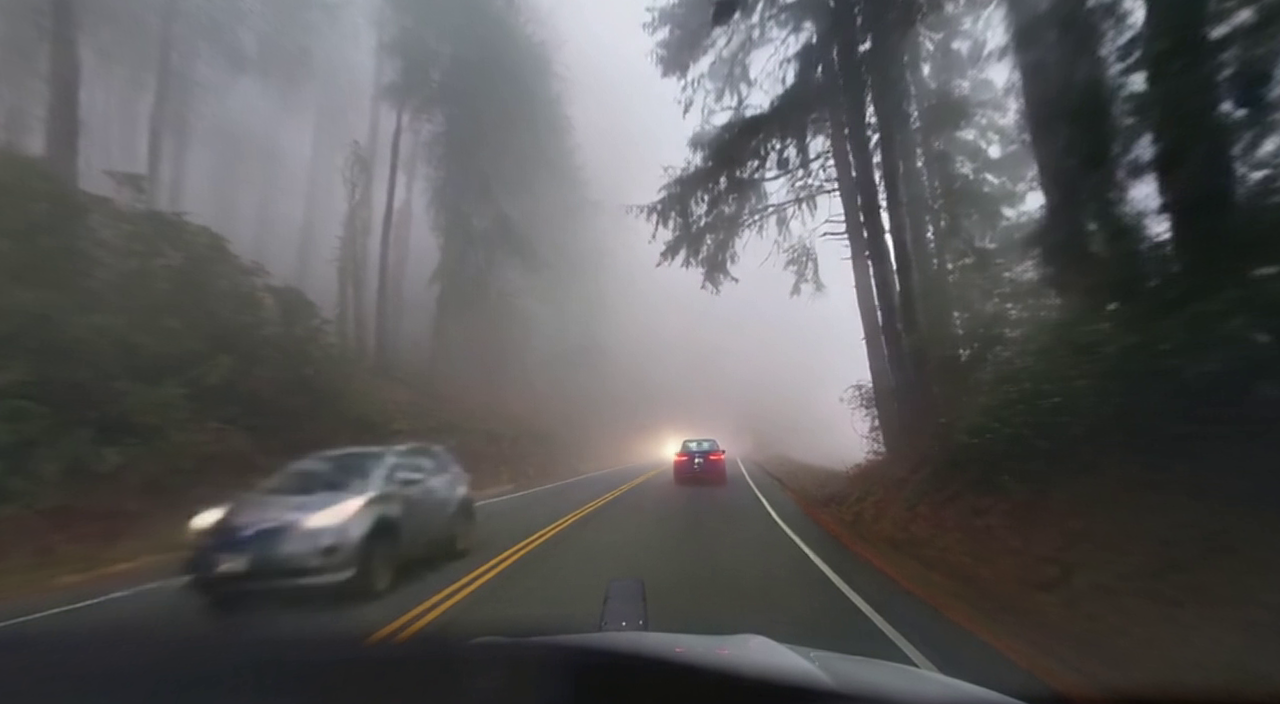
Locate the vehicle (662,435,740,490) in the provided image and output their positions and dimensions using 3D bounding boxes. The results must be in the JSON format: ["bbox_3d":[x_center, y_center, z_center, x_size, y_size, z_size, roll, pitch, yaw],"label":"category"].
[{"bbox_3d":[2.015,3.574,20.785,2.274,1.583,4.349,-1,-9,6],"label":"vehicle"}]

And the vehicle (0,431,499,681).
[{"bbox_3d":[-3.084,1.643,6.295,2.143,1.586,4.238,0,-9,3],"label":"vehicle"}]
